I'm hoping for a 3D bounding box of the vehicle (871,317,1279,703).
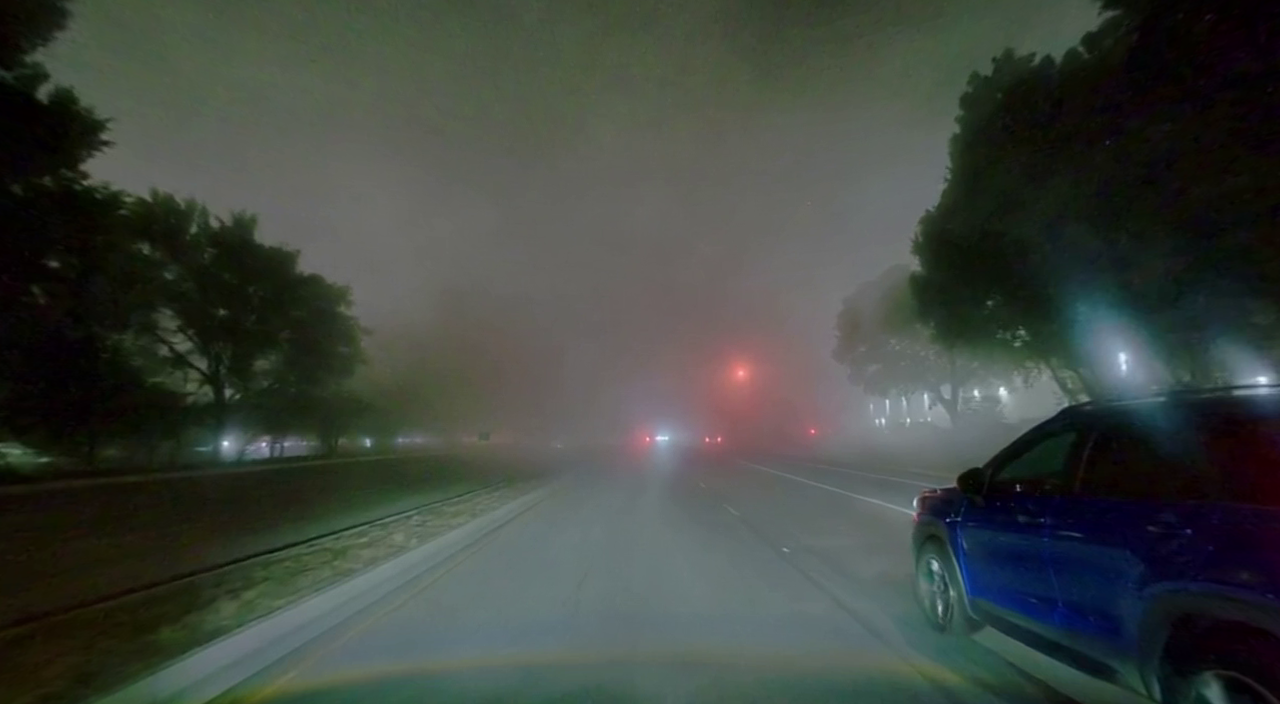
[{"bbox_3d":[3.071,0.916,3.287,2.060,1.665,4.284,0,-8,0],"label":"vehicle"}]
